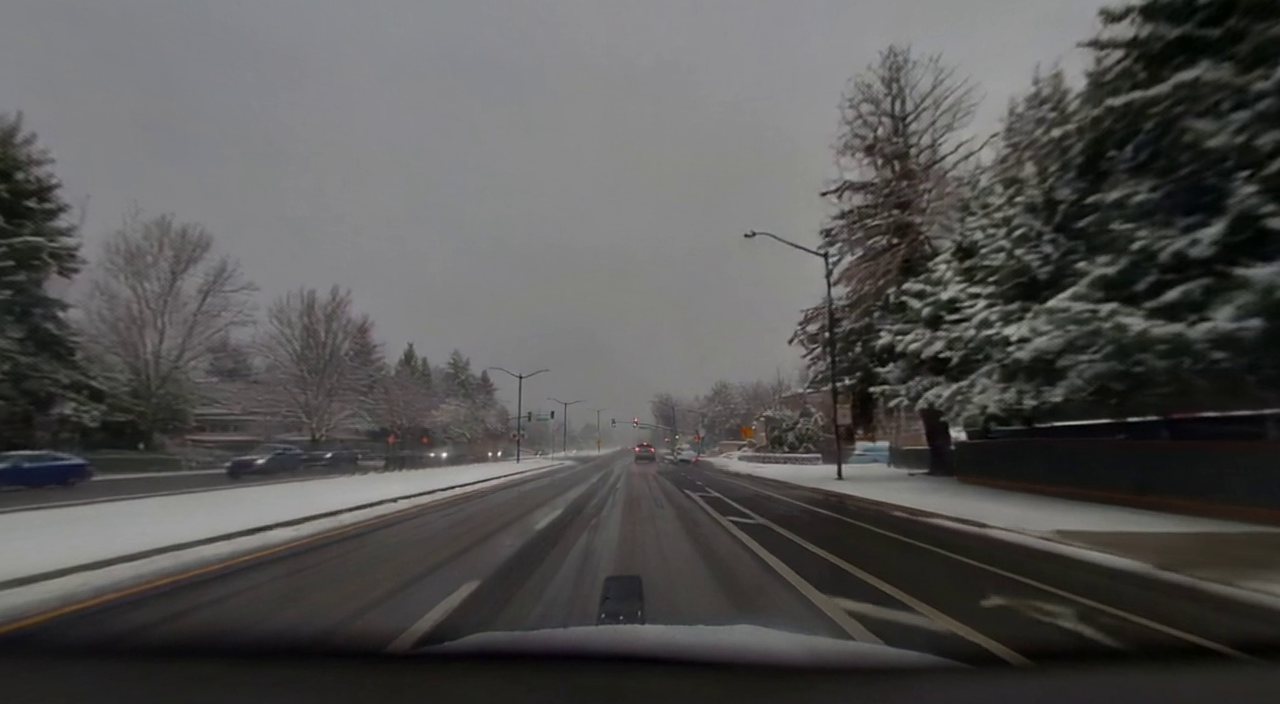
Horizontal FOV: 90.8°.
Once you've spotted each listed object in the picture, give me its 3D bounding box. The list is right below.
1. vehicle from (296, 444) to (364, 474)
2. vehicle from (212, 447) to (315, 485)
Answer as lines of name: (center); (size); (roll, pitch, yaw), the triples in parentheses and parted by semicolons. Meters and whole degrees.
vehicle: (-20.010, 6.902, 41.037); (1.984, 1.790, 4.830); (0, -9, -1)
vehicle: (-16.144, 4.884, 27.354); (1.773, 1.505, 4.280); (0, -9, 0)
